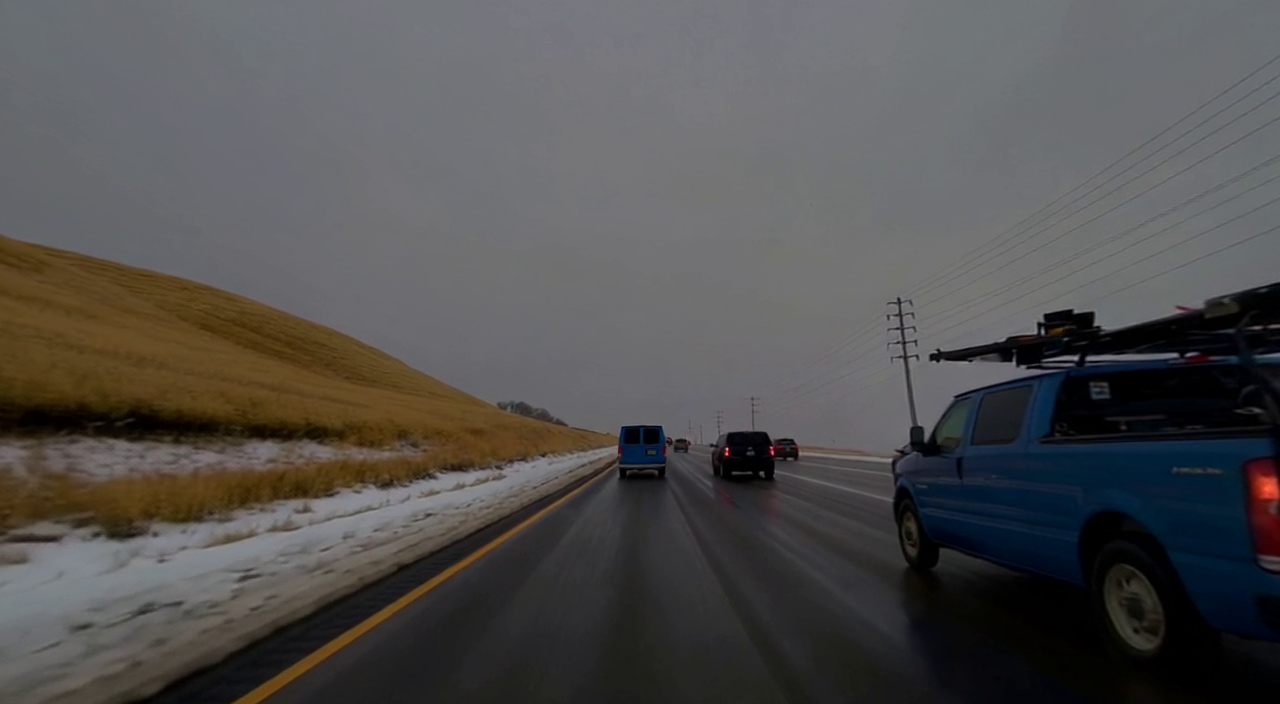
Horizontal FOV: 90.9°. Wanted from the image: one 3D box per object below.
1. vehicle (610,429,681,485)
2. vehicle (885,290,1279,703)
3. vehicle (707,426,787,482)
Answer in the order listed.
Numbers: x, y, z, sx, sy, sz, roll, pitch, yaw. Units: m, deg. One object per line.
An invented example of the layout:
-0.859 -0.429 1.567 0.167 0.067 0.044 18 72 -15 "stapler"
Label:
0.186 3.676 22.372 2.268 1.772 4.523 0 -8 1 "vehicle"
3.895 0.882 3.641 2.691 1.901 5.744 0 -8 1 "vehicle"
3.777 3.717 23.138 2.139 1.821 4.480 0 -8 0 "vehicle"
